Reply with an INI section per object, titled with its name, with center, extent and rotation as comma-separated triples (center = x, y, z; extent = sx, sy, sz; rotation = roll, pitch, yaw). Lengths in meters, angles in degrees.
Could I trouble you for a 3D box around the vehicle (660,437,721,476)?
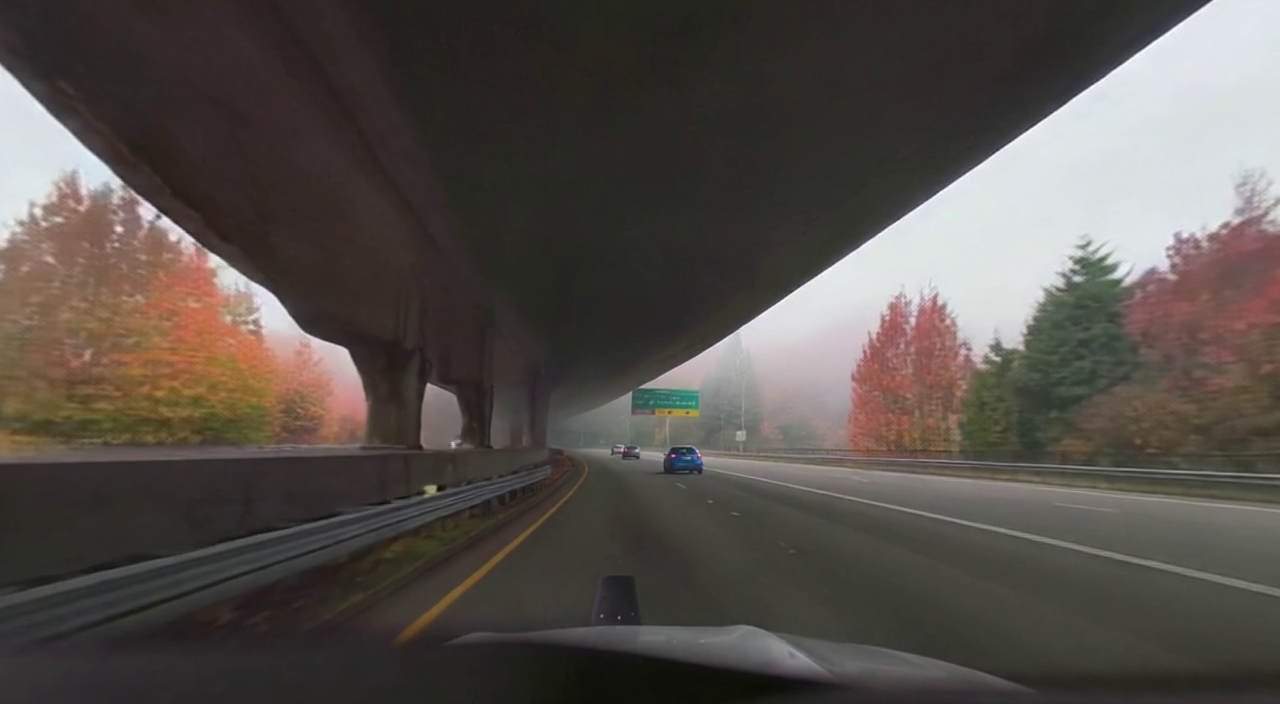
[vehicle]
center = 2.234, 4.804, 28.935
extent = 2.337, 1.633, 4.222
rotation = 0, -9, -2
